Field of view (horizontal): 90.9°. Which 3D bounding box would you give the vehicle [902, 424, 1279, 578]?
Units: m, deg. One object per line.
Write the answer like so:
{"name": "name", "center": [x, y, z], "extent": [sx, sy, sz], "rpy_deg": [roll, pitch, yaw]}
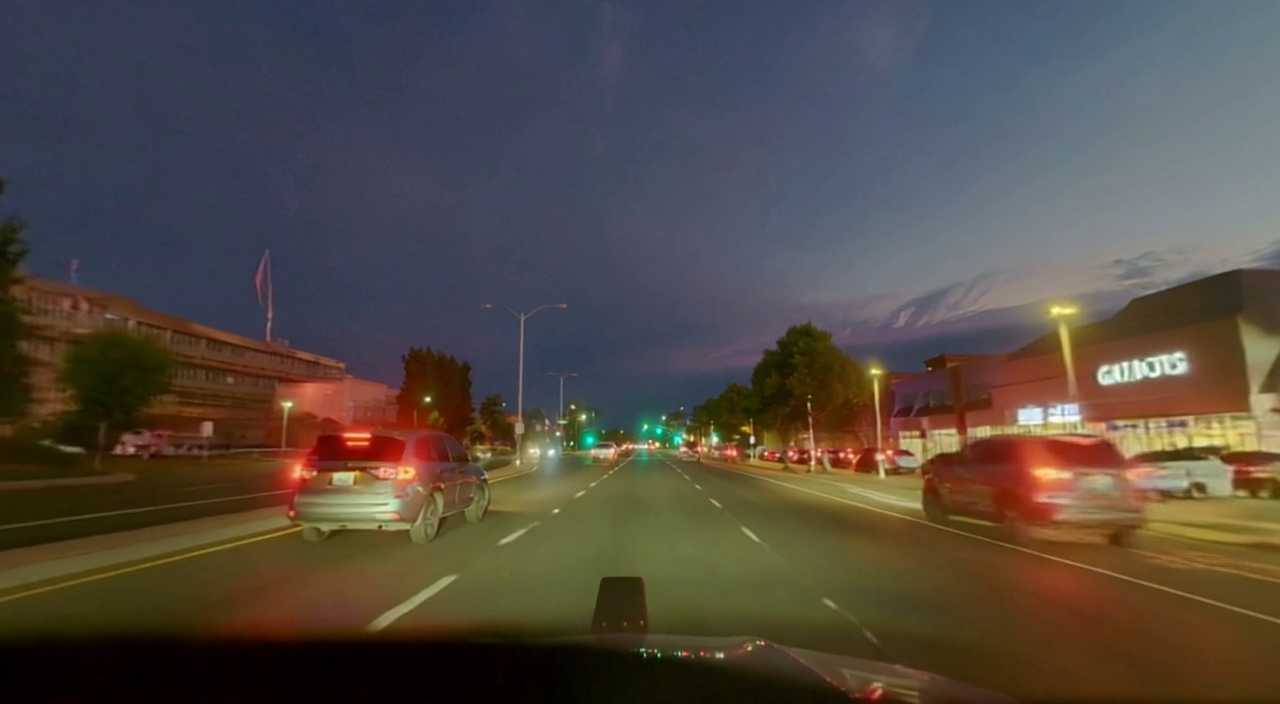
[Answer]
{"name": "vehicle", "center": [6.764, 2.197, 10.491], "extent": [2.335, 1.790, 5.991], "rpy_deg": [0, -8, 1]}

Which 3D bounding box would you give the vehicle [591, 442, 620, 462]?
{"name": "vehicle", "center": [-2.655, 7.817, 49.467], "extent": [2.005, 1.446, 4.265], "rpy_deg": [0, -8, 1]}

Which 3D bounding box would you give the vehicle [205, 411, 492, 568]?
{"name": "vehicle", "center": [-3.526, 1.732, 8.641], "extent": [1.983, 1.635, 3.957], "rpy_deg": [0, -8, 1]}
